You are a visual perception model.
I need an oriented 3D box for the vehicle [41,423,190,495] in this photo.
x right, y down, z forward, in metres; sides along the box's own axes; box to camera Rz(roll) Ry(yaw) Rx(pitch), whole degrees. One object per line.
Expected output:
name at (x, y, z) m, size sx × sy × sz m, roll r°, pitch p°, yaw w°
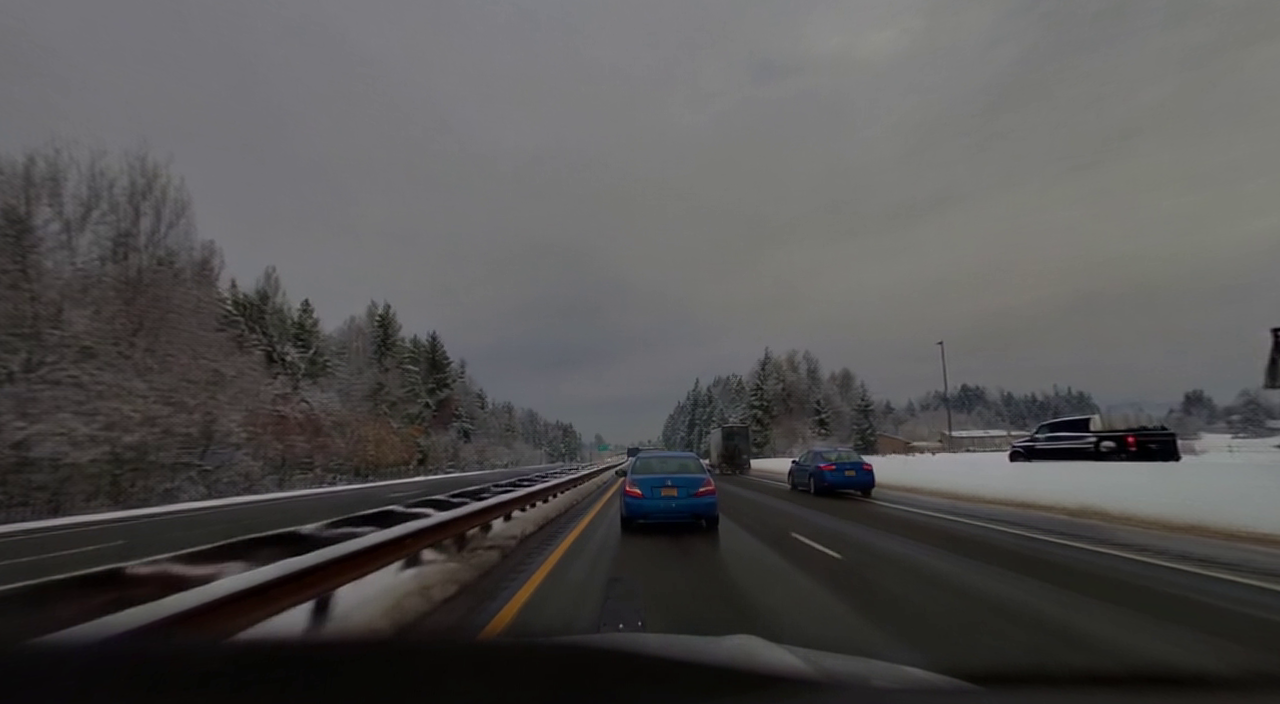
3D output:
vehicle at (-33.512, 6.838, 40.851) m, size 2.902 × 3.981 × 7.819 m, roll -3°, pitch -8°, yaw 0°

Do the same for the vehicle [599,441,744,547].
vehicle at (0.418, 2.346, 10.976) m, size 2.076 × 1.485 × 3.774 m, roll 0°, pitch -9°, yaw -1°

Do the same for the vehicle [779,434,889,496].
vehicle at (6.343, 3.770, 21.274) m, size 2.177 × 1.827 × 4.565 m, roll 0°, pitch -9°, yaw -1°

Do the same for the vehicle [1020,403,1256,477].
vehicle at (31.556, 5.917, 41.612) m, size 2.822 × 3.996 × 14.073 m, roll 1°, pitch -9°, yaw -7°
